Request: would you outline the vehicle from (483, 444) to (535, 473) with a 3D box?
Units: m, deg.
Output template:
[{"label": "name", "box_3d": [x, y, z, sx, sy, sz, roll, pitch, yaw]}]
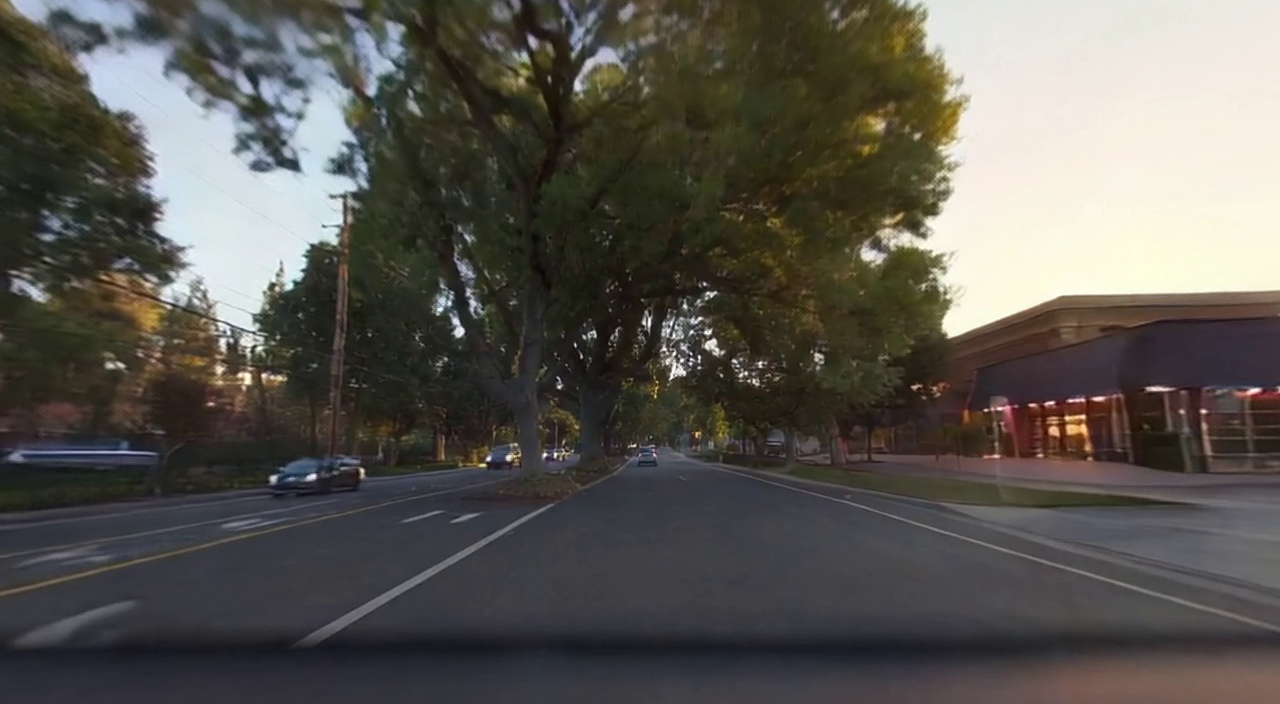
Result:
[{"label": "vehicle", "box_3d": [-8.329, 6.807, 40.581, 2.250, 1.747, 4.492, 0, -8, 2]}]

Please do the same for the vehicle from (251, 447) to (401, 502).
[{"label": "vehicle", "box_3d": [-9.832, 3.841, 20.343, 2.084, 1.517, 5.096, 0, -8, 2]}]
